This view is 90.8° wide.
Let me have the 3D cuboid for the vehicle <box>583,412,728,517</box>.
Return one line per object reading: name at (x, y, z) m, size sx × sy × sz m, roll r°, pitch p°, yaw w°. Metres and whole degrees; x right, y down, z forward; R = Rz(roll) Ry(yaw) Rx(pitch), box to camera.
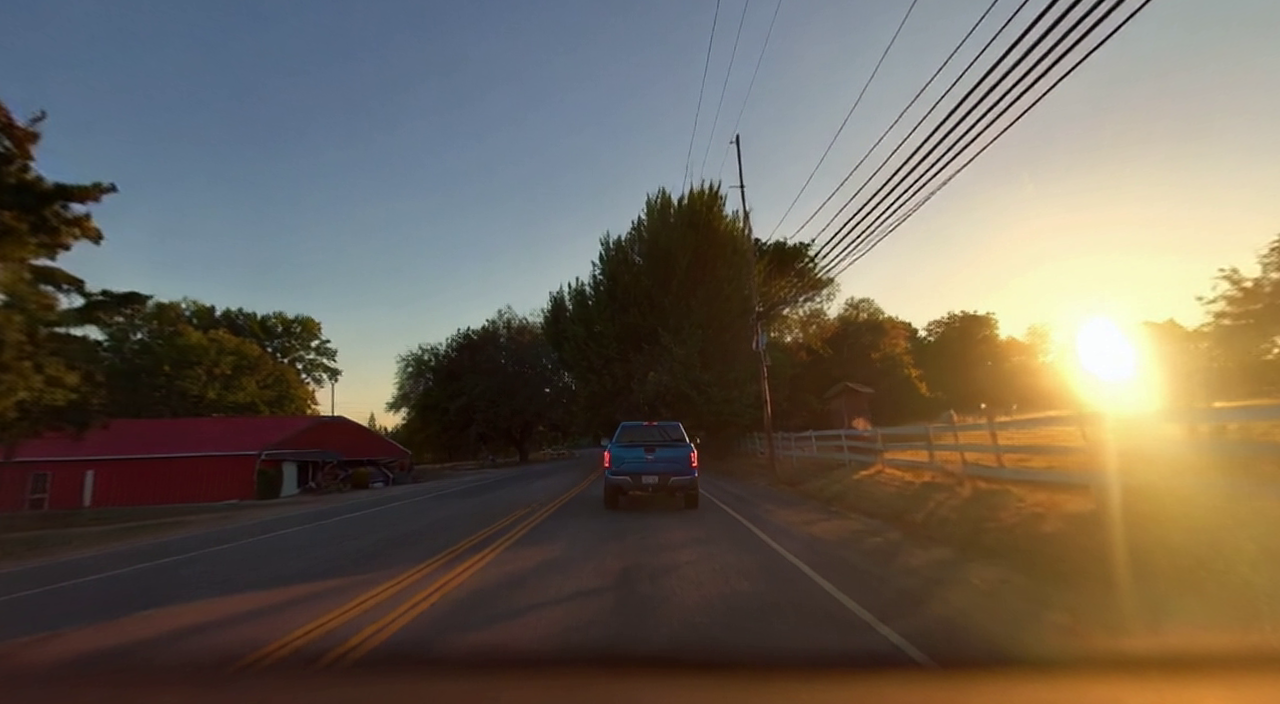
vehicle at (0.242, 2.563, 14.972) m, size 2.693 × 1.941 × 6.356 m, roll 0°, pitch -9°, yaw -1°
